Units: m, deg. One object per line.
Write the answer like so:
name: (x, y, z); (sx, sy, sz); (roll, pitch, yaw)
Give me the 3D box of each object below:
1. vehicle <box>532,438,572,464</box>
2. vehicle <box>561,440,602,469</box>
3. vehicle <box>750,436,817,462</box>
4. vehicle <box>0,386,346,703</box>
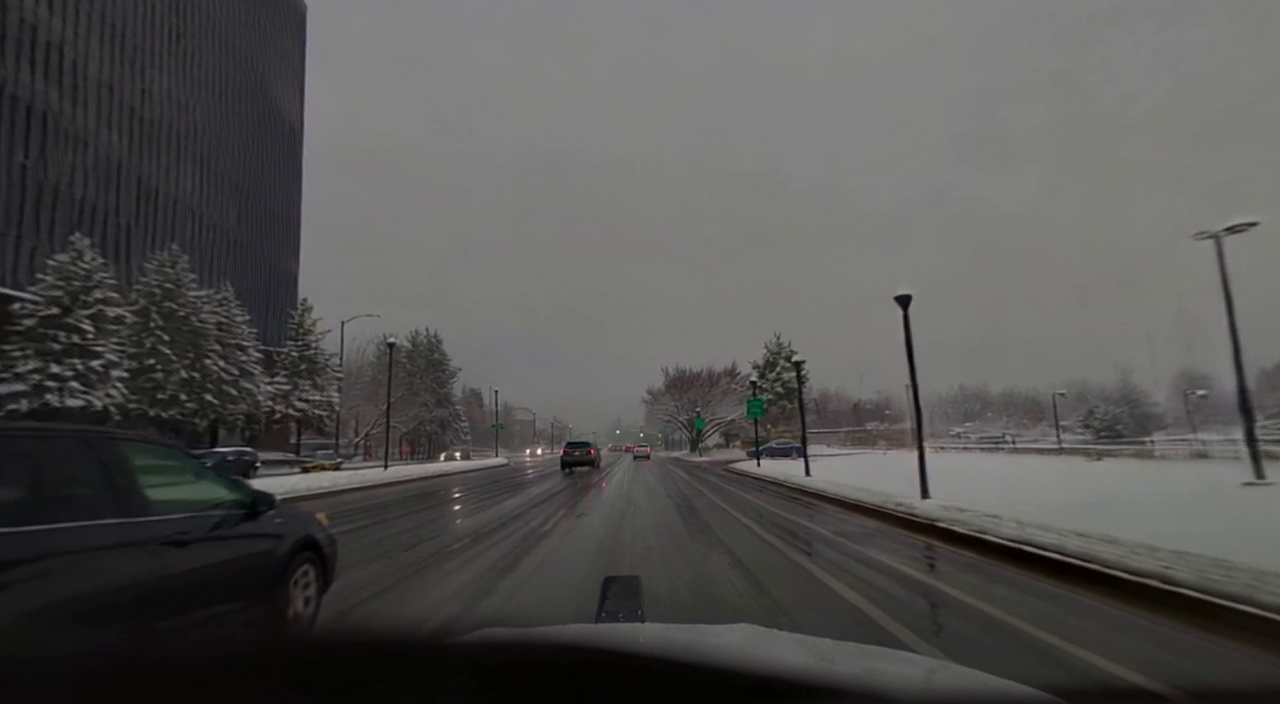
vehicle: (-6.442, 7.278, 46.728); (2.224, 1.821, 4.711); (0, -8, 1)
vehicle: (-3.236, 5.757, 35.630); (1.983, 1.545, 3.773); (0, -8, 0)
vehicle: (10.692, 7.221, 47.213); (4.430, 1.683, 1.966); (-3, -7, 0)
vehicle: (-3.345, 0.958, 2.822); (2.040, 1.497, 4.193); (0, -8, 0)
